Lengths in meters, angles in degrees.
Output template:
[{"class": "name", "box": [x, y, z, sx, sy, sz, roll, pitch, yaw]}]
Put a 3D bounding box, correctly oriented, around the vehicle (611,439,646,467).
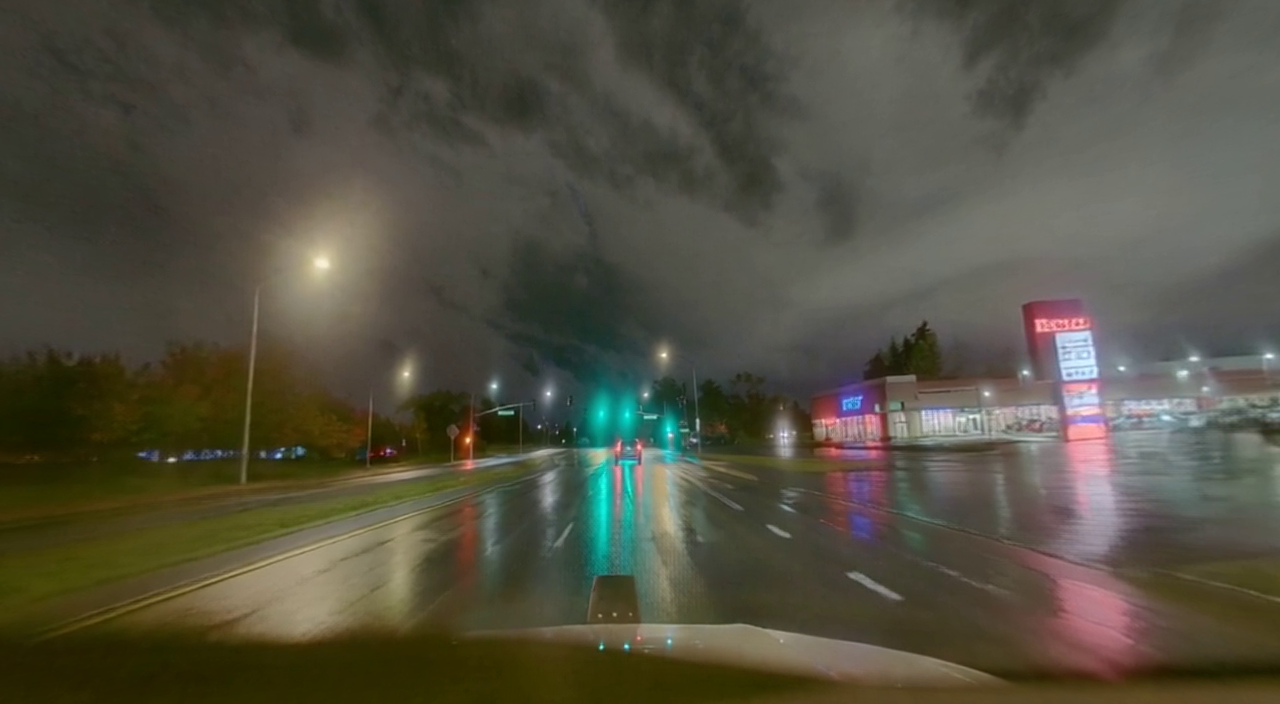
[{"class": "vehicle", "box": [-0.707, 6.228, 39.245, 2.024, 1.628, 4.774, 0, -8, -1]}]
